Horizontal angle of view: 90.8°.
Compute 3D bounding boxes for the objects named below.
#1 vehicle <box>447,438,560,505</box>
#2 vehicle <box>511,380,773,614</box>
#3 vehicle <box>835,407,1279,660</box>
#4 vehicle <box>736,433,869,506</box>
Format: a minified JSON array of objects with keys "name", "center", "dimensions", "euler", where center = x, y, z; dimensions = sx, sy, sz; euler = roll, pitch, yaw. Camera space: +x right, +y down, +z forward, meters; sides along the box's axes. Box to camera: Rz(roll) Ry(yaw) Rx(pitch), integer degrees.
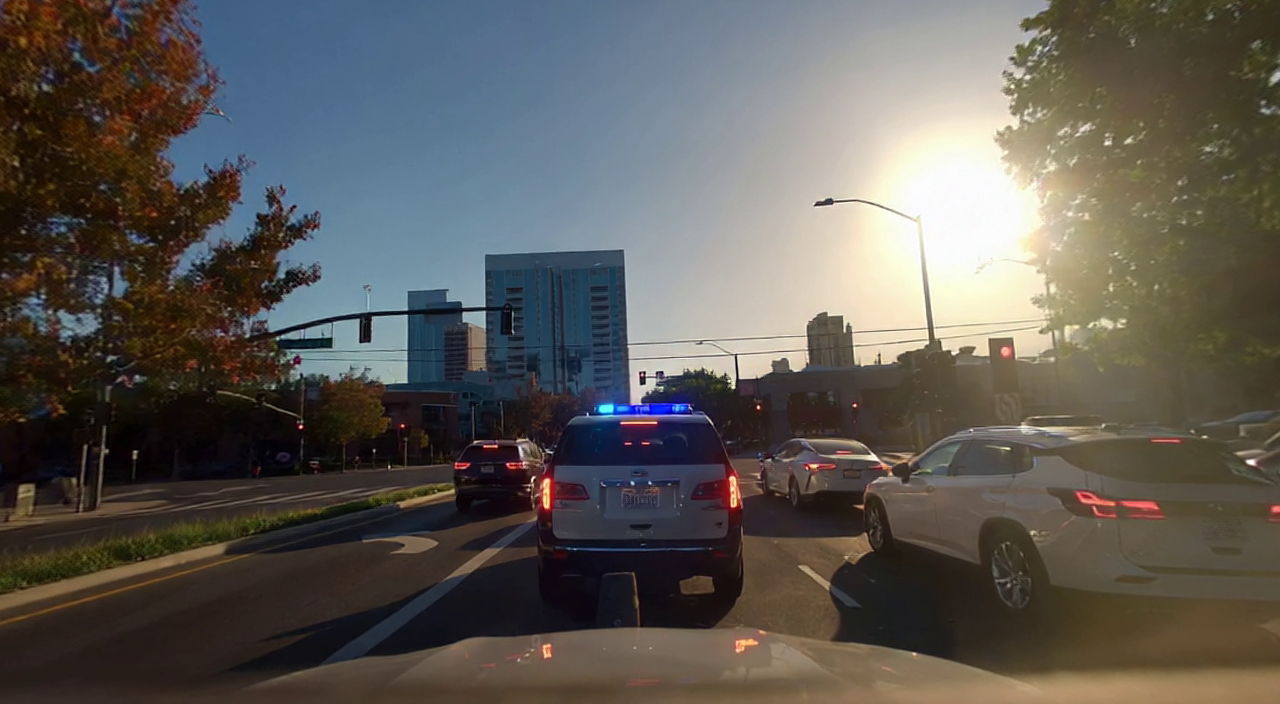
[{"name":"vehicle","center":[-3.311,2.981,16.202],"dimensions":[1.913,1.464,4.276],"euler":[0,-8,0]},{"name":"vehicle","center":[-0.036,1.455,7.269],"dimensions":[2.038,1.819,4.505],"euler":[0,-8,-1]},{"name":"vehicle","center":[3.636,1.406,6.073],"dimensions":[1.995,1.483,4.533],"euler":[0,-8,-1]},{"name":"vehicle","center":[3.646,2.709,15.060],"dimensions":[1.940,1.474,4.234],"euler":[0,-8,-1]}]
